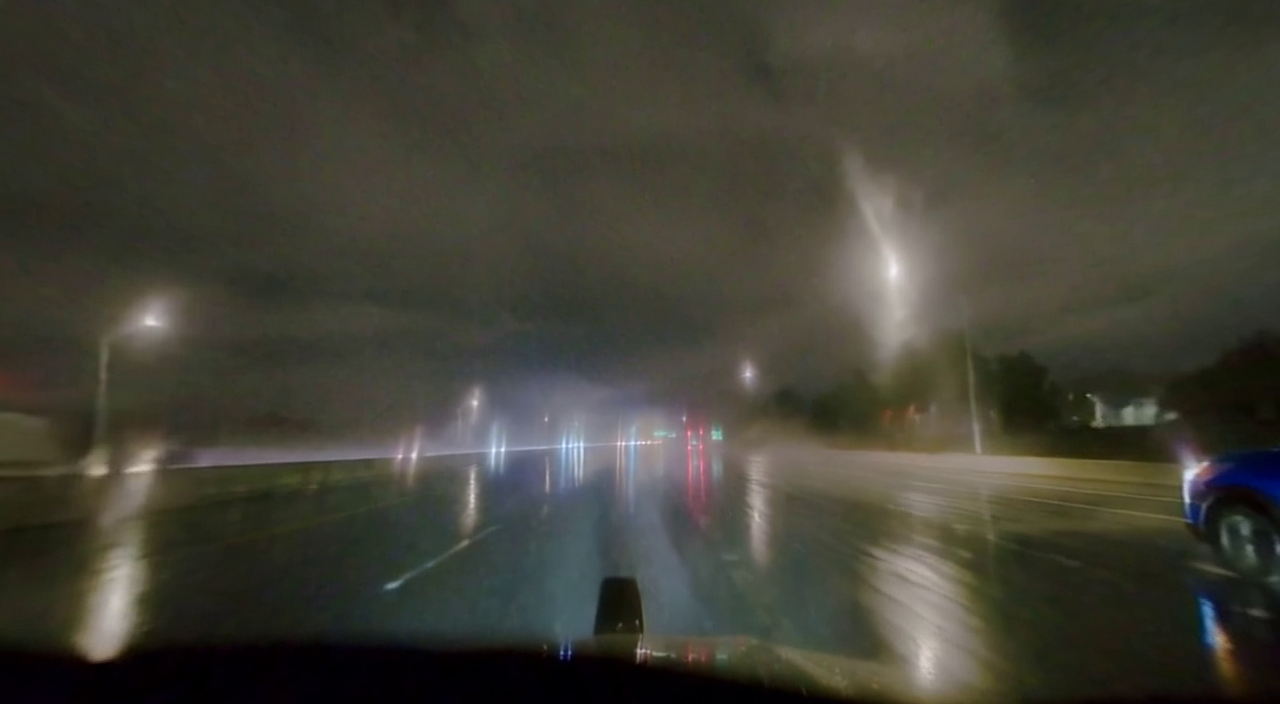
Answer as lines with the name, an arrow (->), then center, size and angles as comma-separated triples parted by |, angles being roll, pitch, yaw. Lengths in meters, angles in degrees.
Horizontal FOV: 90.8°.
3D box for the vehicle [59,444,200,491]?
vehicle -> -21.933, 4.949, 27.468 | 2.079, 1.822, 4.786 | 0, -8, 0
